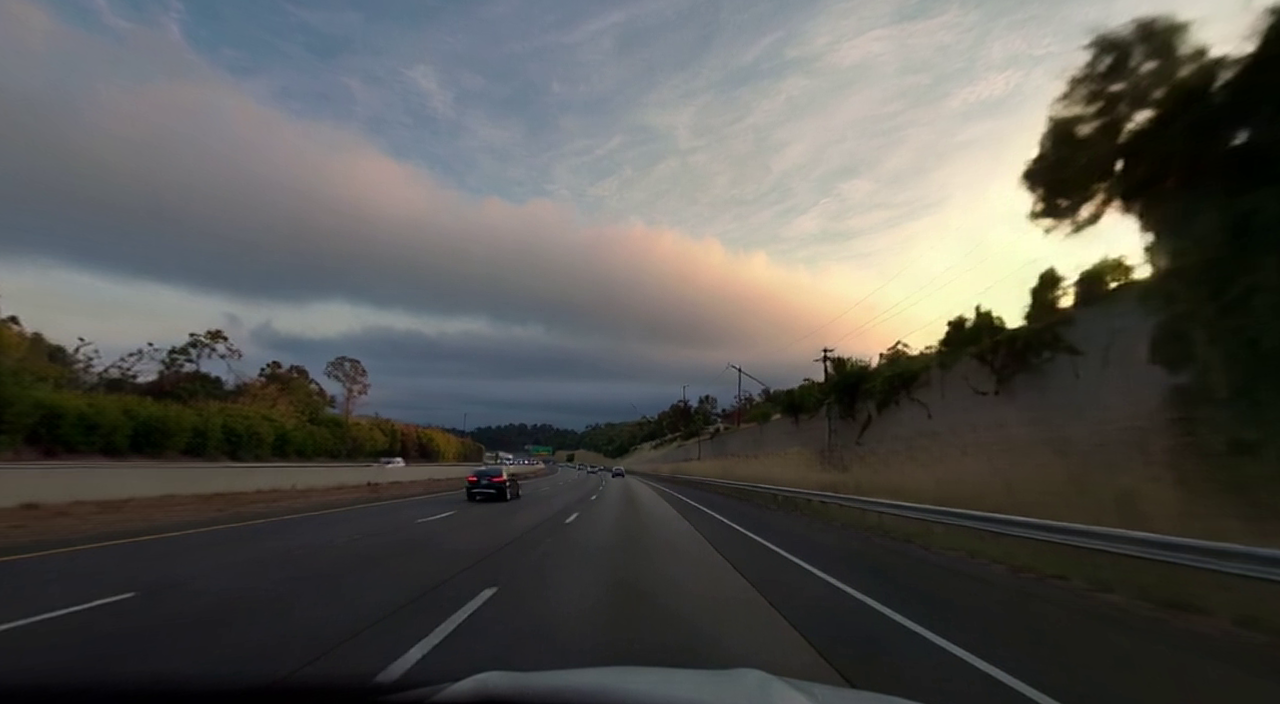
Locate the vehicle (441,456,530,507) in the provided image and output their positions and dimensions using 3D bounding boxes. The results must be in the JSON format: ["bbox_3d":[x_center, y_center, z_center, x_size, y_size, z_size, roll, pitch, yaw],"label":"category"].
[{"bbox_3d":[-5.728,4.889,24.011,2.194,1.704,4.421,0,-10,1],"label":"vehicle"}]
